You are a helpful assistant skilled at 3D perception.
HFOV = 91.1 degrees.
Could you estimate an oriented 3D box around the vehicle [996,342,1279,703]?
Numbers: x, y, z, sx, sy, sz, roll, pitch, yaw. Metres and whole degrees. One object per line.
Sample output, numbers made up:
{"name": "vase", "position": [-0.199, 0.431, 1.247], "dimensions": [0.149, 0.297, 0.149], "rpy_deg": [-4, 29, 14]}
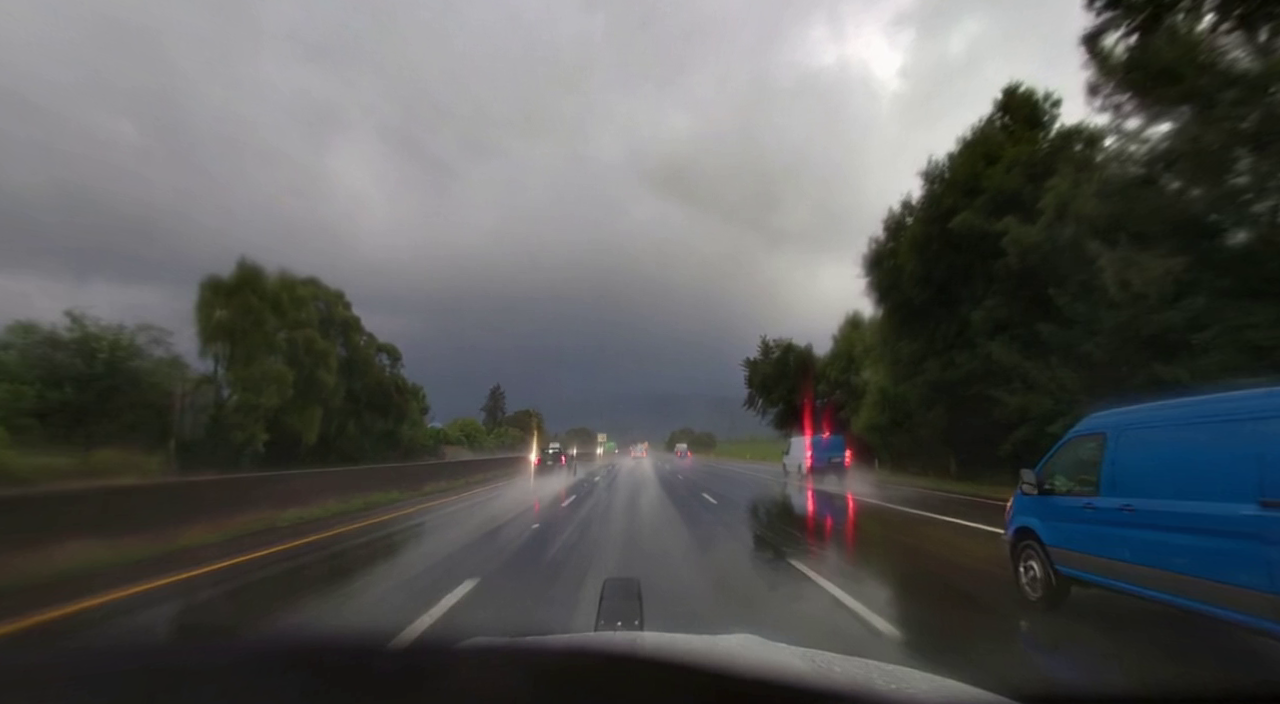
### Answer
{"name": "vehicle", "position": [3.810, 0.770, 2.476], "dimensions": [2.169, 1.685, 4.417], "rpy_deg": [0, -9, 0]}

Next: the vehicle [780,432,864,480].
{"name": "vehicle", "position": [7.959, 4.619, 28.078], "dimensions": [2.133, 1.933, 4.986], "rpy_deg": [0, -9, -1]}

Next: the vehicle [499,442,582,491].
{"name": "vehicle", "position": [-3.397, 3.997, 22.365], "dimensions": [2.160, 1.530, 4.500], "rpy_deg": [-1, -9, 1]}
